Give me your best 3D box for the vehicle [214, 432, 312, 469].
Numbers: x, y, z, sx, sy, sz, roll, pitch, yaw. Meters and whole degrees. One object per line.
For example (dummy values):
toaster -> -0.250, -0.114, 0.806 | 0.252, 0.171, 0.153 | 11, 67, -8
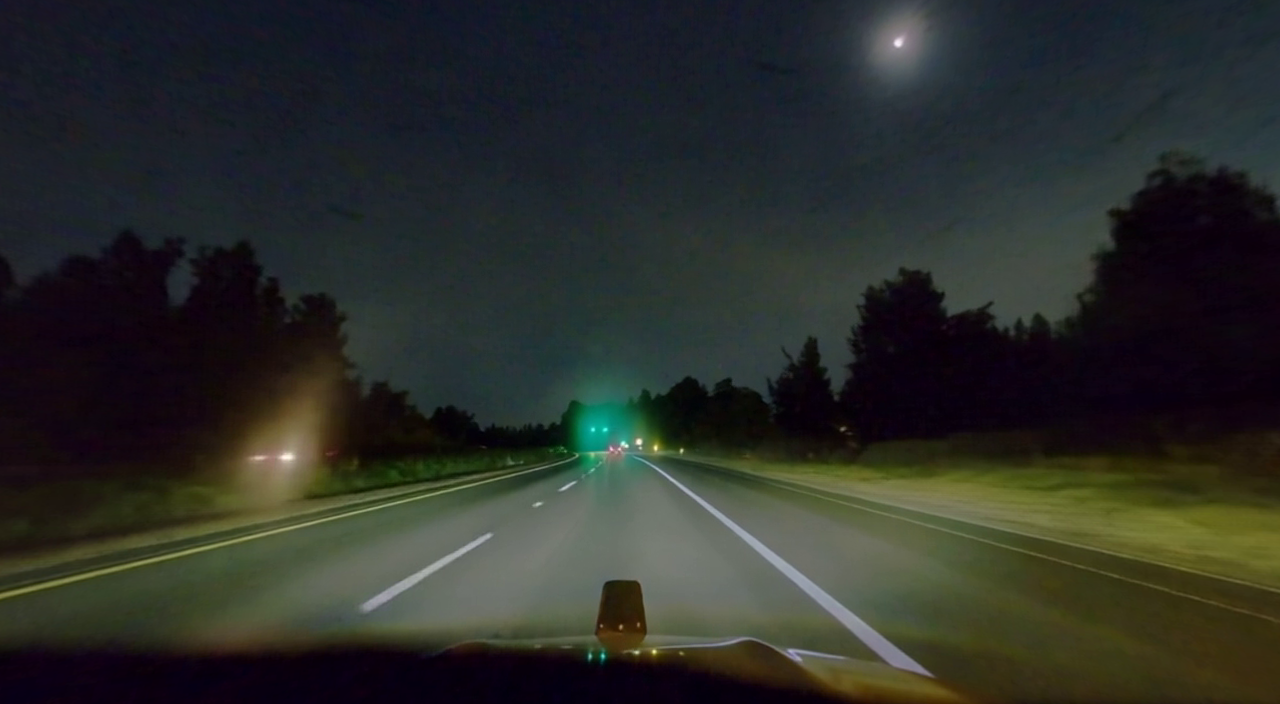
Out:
vehicle -> -19.895, 5.261, 33.586 | 2.027, 1.781, 5.017 | 0, -9, 1
